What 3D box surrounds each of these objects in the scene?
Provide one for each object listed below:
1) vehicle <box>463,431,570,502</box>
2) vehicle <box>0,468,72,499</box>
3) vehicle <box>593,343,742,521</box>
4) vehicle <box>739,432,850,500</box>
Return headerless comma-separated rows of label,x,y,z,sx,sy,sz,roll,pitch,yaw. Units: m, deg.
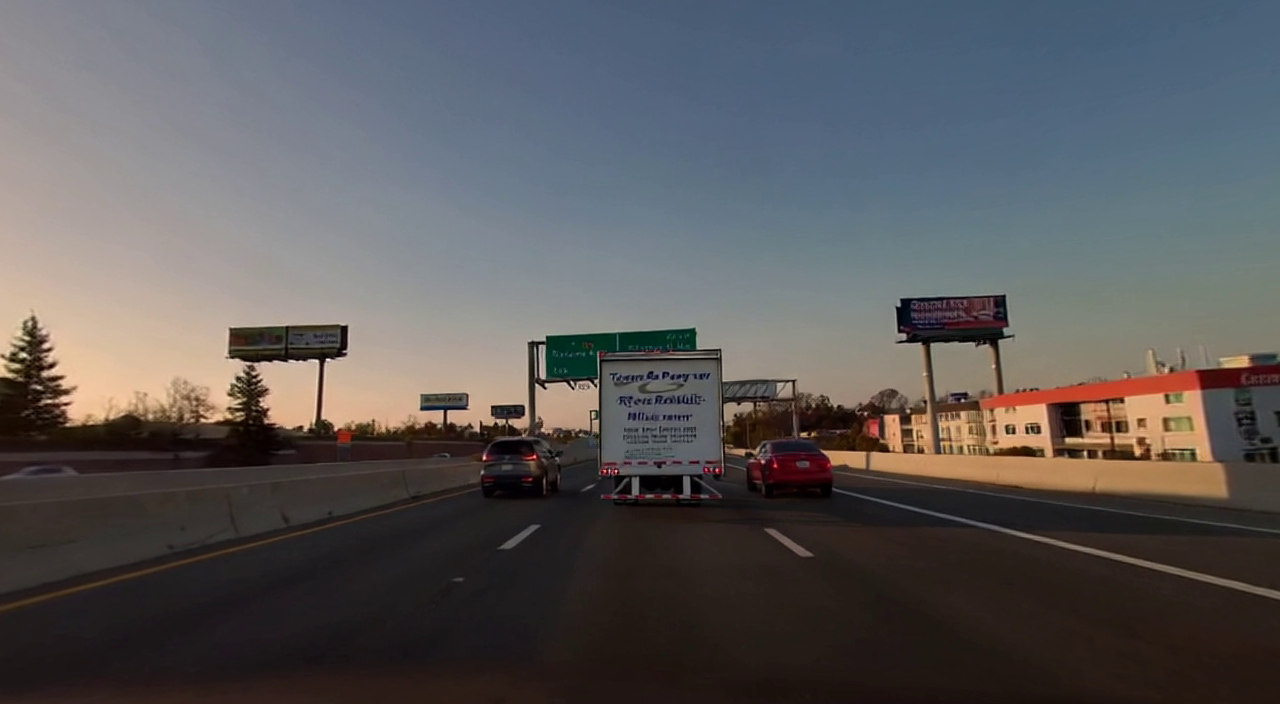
vehicle,-3.359,3.202,18.107,2.030,1.757,4.509,0,-8,2
vehicle,-34.928,7.331,35.156,1.786,1.506,4.667,-2,-9,8
vehicle,0.588,2.090,16.053,2.733,3.296,8.571,0,-8,1
vehicle,4.219,3.183,18.044,2.066,1.692,4.339,0,-8,0
